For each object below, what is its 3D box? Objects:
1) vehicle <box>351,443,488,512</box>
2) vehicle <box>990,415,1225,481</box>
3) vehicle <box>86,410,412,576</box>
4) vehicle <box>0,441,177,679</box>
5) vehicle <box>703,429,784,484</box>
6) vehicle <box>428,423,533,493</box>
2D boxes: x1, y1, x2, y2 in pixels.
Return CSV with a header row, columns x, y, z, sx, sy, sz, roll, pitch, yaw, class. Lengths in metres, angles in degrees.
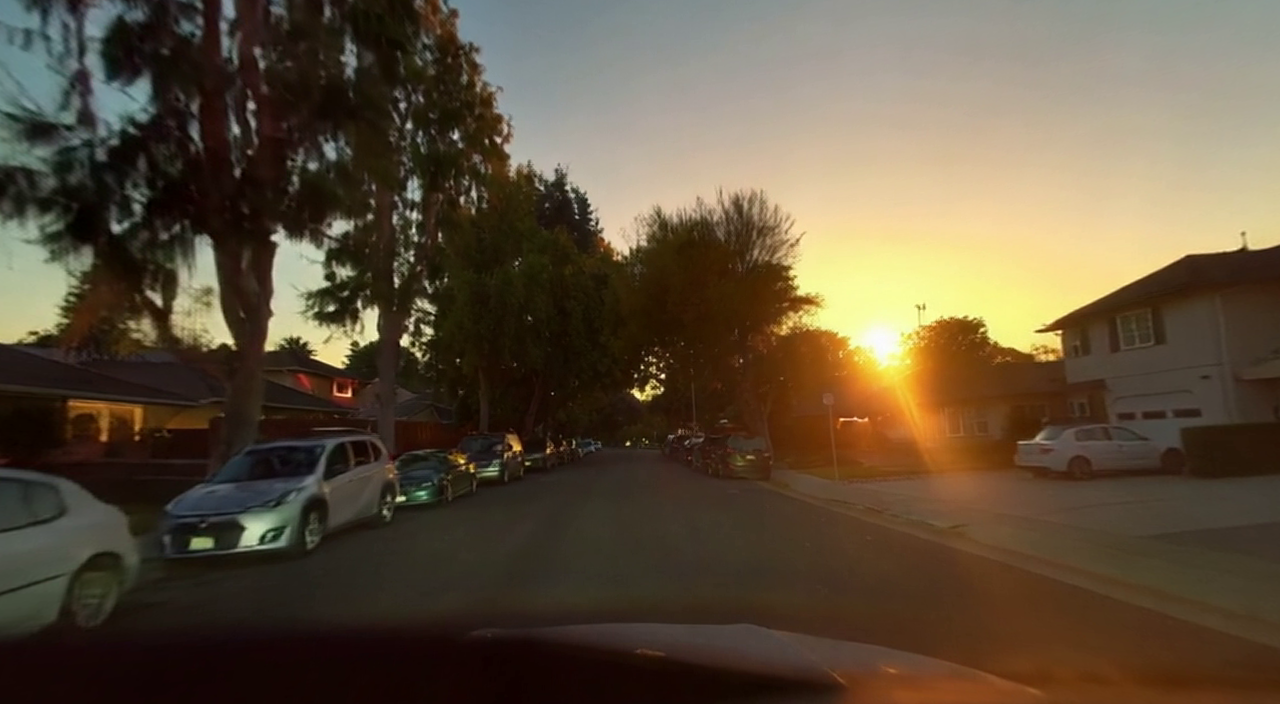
x,y,z,sx,sy,sz,roll,pitch,yaw,class
-5.255,3.015,15.798,1.858,1.456,4.587,0,-8,-1,vehicle
11.397,2.366,15.631,4.336,1.520,1.876,0,-8,-2,vehicle
-5.305,1.945,9.617,2.042,1.850,4.758,0,-8,-2,vehicle
-4.925,1.212,3.308,1.901,1.486,4.422,1,-8,-5,vehicle
3.513,3.651,22.339,1.994,1.710,4.699,0,-8,-1,vehicle
-5.354,3.657,22.157,2.390,2.123,5.371,0,-8,-1,vehicle
